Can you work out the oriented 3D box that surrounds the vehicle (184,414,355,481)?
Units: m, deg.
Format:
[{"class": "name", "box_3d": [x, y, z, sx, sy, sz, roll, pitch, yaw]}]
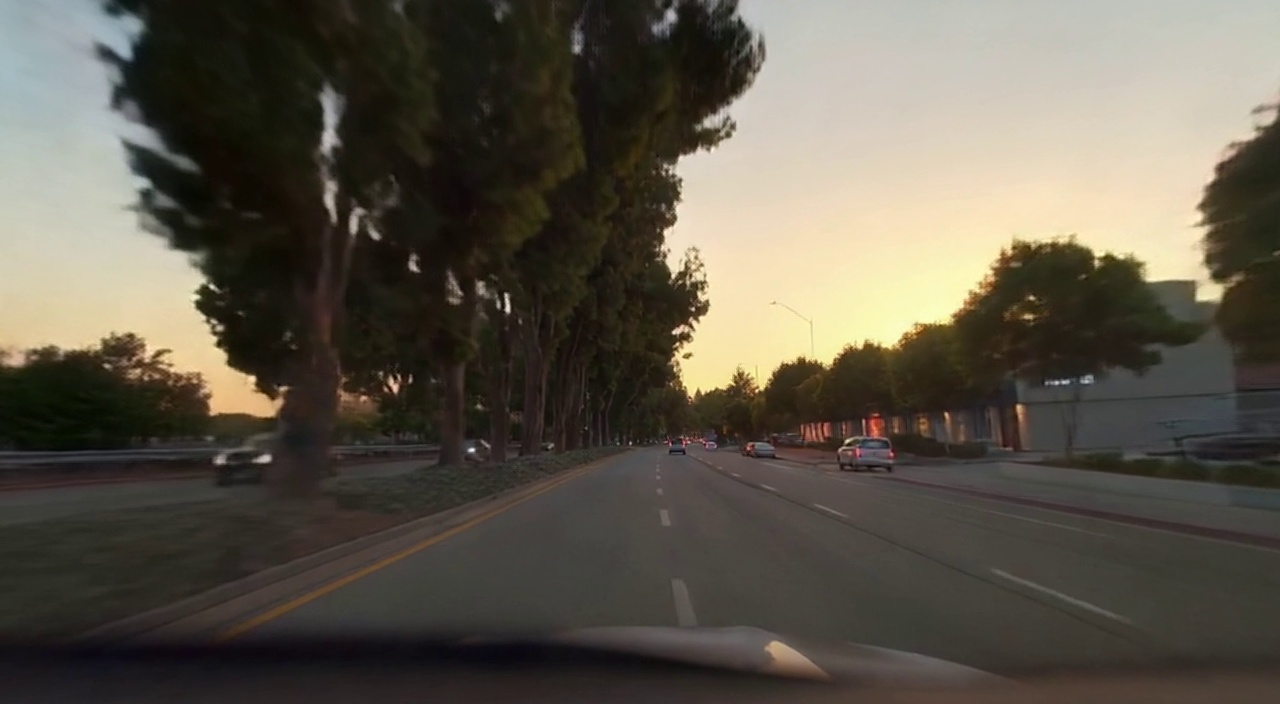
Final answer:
[{"class": "vehicle", "box_3d": [-14.516, 3.855, 25.569, 2.626, 2.310, 6.781, 0, -8, 2]}]

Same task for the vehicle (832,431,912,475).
[{"class": "vehicle", "box_3d": [11.232, 4.943, 31.008, 2.264, 1.958, 5.135, -1, -9, 4]}]

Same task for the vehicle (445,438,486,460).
[{"class": "vehicle", "box_3d": [-13.017, 7.258, 47.368, 1.802, 1.535, 4.031, 0, -9, 1]}]
